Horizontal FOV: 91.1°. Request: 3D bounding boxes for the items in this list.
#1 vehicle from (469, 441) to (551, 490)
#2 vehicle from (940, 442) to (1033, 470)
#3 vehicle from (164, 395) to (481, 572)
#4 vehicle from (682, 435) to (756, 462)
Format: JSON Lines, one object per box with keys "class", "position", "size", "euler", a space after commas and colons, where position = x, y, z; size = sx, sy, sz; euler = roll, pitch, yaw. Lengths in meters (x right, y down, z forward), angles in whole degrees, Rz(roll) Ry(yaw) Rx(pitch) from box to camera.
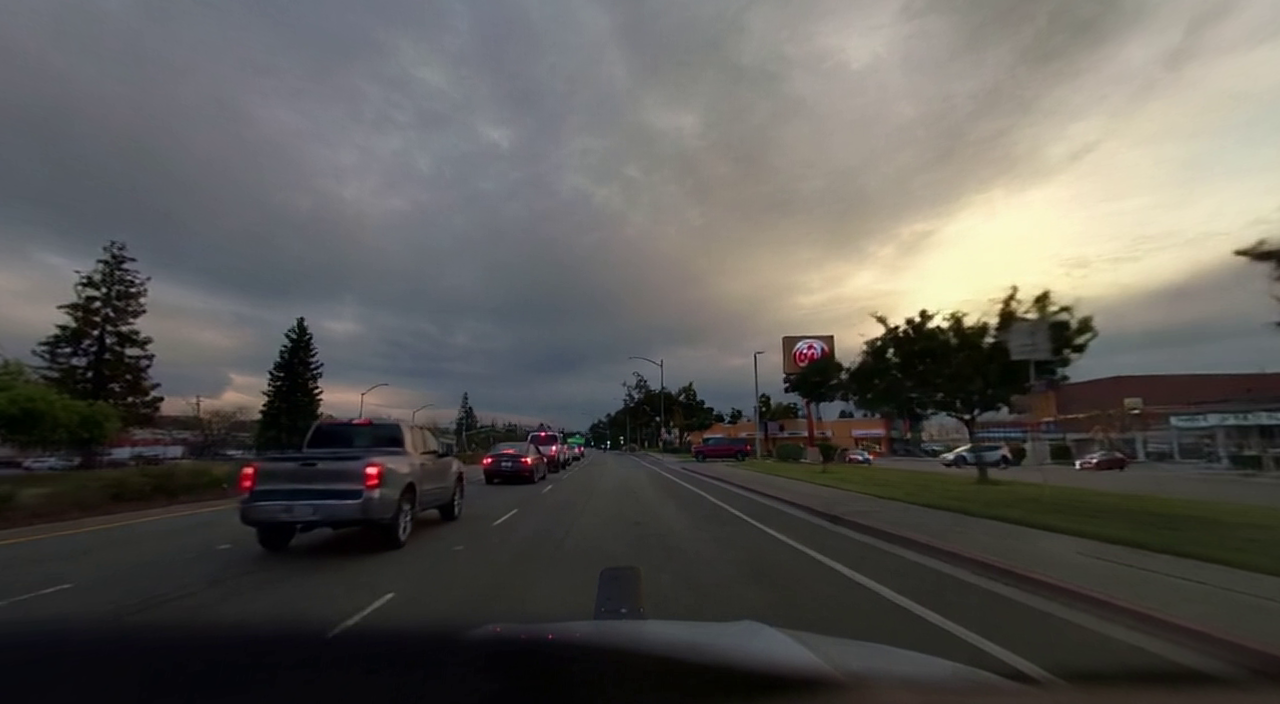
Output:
{"class": "vehicle", "position": [-4.205, 3.732, 21.051], "size": [2.113, 1.446, 4.309], "euler": [1, -8, -4]}
{"class": "vehicle", "position": [23.775, 7.166, 43.256], "size": [5.120, 1.817, 2.154], "euler": [-1, -9, 9]}
{"class": "vehicle", "position": [-4.079, 1.796, 9.386], "size": [2.222, 1.899, 5.006], "euler": [0, -8, -2]}
{"class": "vehicle", "position": [5.445, 6.773, 43.842], "size": [4.813, 1.622, 2.110], "euler": [-3, -11, 2]}
